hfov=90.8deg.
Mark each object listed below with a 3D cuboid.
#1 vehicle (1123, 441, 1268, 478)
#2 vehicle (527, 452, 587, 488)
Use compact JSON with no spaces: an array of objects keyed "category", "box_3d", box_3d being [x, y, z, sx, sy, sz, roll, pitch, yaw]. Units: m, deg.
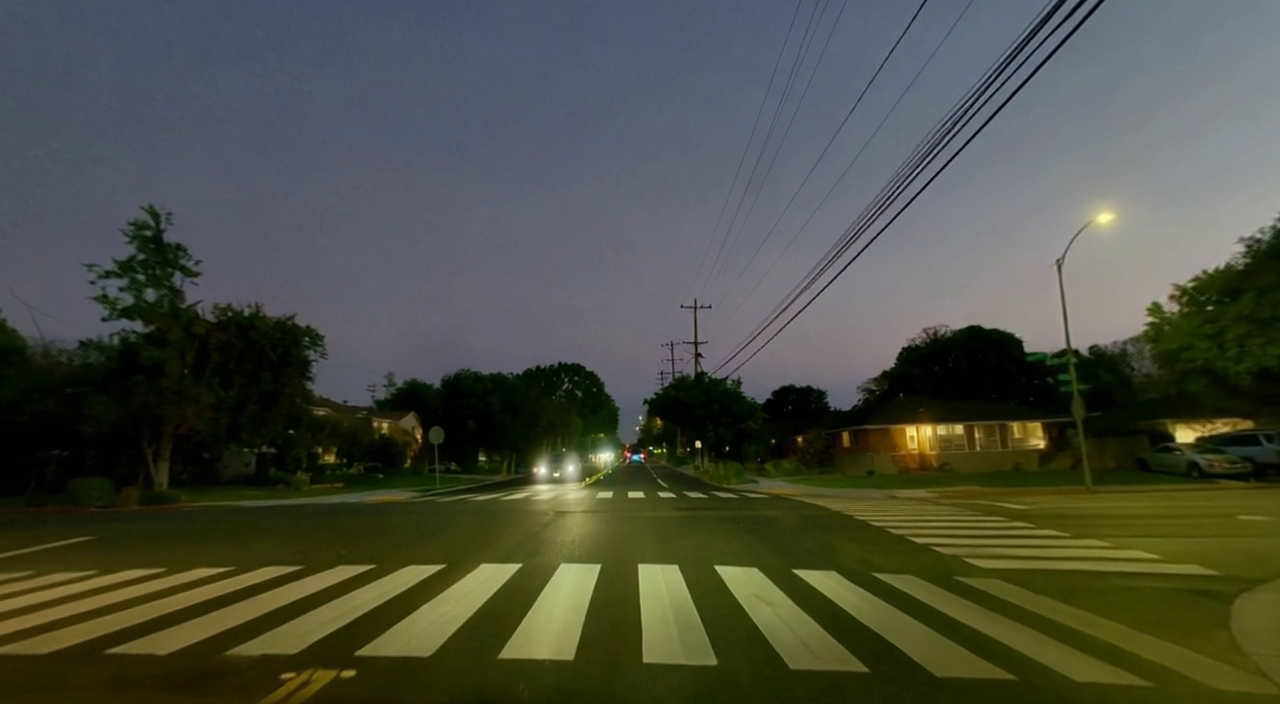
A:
[{"category":"vehicle","box_3d":[23.397,4.535,26.911,1.841,1.448,4.688,0,-9,-1]},{"category":"vehicle","box_3d":[-3.645,5.250,28.441,2.102,1.463,4.024,0,-9,1]}]
